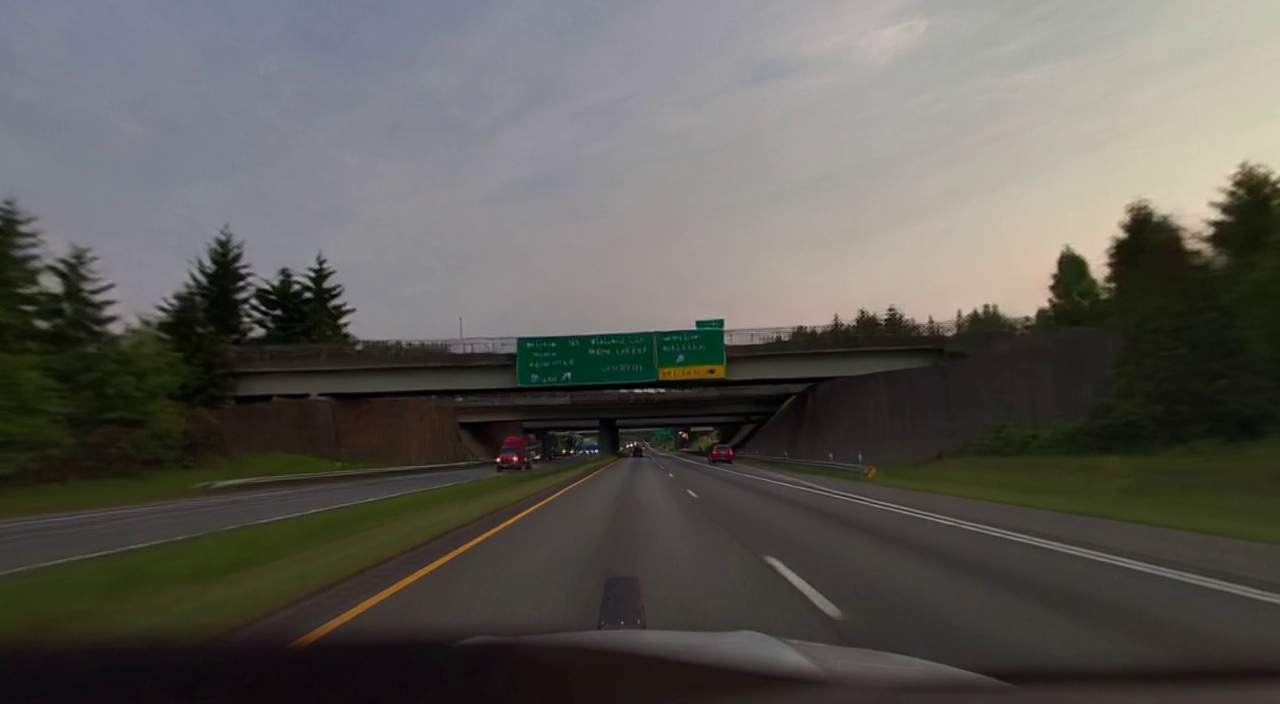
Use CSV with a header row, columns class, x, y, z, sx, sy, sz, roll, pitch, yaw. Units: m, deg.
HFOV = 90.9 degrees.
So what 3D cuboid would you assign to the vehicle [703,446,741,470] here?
class,x,y,z,sx,sy,sz,roll,pitch,yaw
vehicle,5.390,7.015,41.757,1.987,1.473,4.244,0,-9,1
